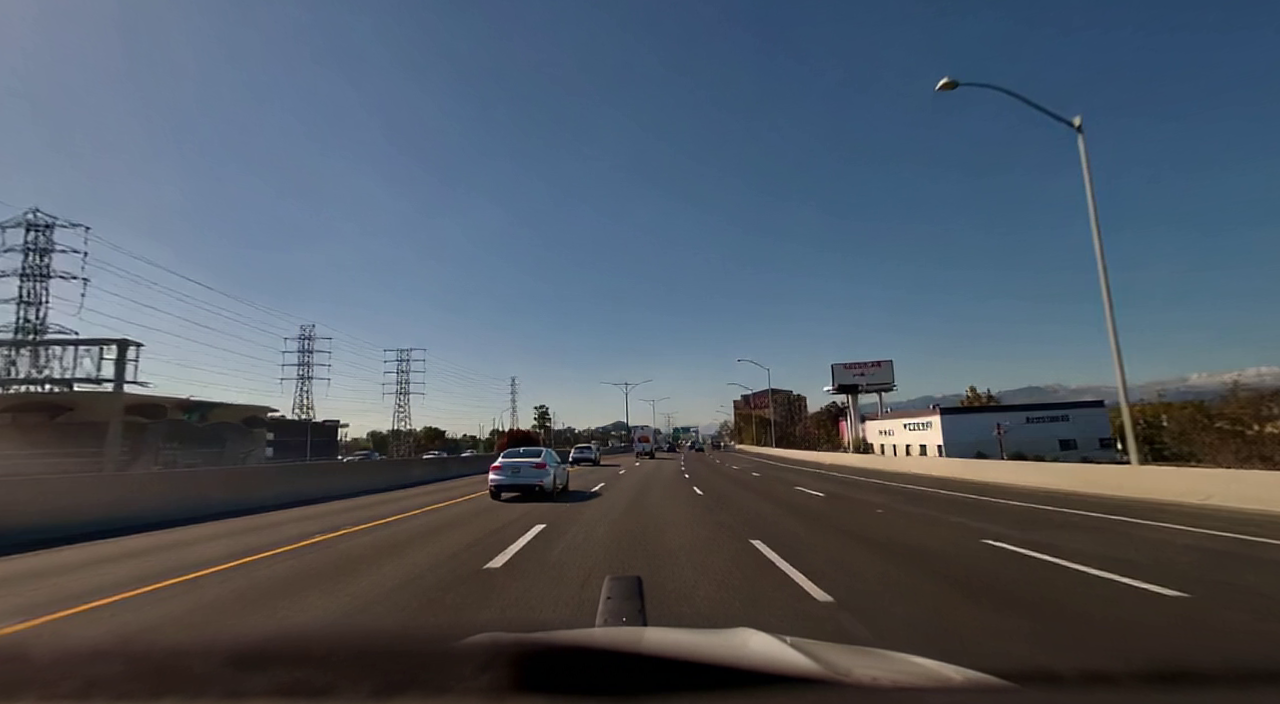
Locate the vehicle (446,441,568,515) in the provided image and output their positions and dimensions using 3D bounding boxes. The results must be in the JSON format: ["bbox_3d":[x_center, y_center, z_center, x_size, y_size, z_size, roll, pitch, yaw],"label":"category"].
[{"bbox_3d":[-2.898,2.824,14.661,1.891,1.444,3.968,0,-8,1],"label":"vehicle"}]
